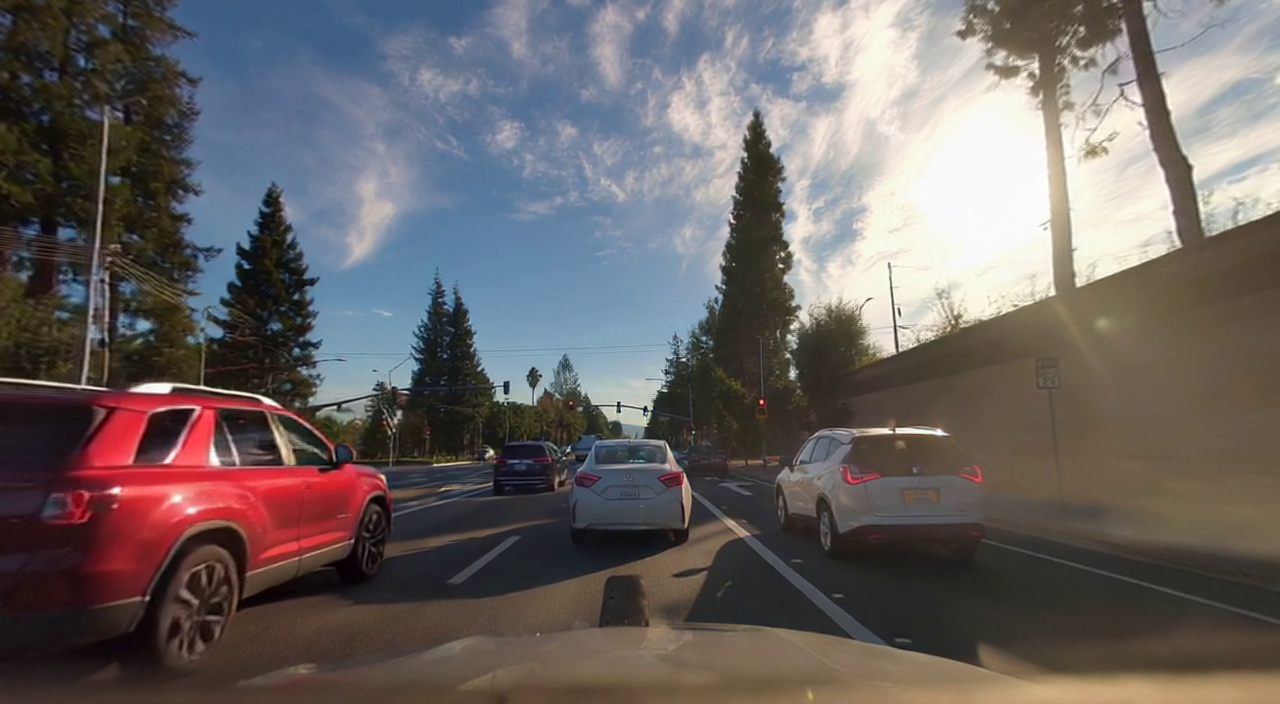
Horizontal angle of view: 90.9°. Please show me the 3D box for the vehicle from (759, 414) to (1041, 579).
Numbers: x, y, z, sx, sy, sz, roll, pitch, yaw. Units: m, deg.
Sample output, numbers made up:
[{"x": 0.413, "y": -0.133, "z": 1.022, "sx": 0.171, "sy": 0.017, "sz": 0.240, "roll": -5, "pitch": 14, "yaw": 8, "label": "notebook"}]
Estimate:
[{"x": 3.119, "y": 1.818, "z": 8.767, "sx": 2.029, "sy": 1.702, "sz": 4.281, "roll": 0, "pitch": -8, "yaw": -1, "label": "vehicle"}]

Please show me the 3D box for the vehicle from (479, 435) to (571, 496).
[{"x": -3.622, "y": 3.672, "z": 20.784, "sx": 2.067, "sy": 1.759, "sz": 4.631, "roll": 0, "pitch": -8, "yaw": 1, "label": "vehicle"}]

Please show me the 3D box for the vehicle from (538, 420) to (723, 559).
[{"x": -0.089, "y": 1.967, "z": 9.714, "sx": 2.245, "sy": 1.677, "sz": 3.913, "roll": 0, "pitch": -8, "yaw": 1, "label": "vehicle"}]

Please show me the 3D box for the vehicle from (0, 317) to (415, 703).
[{"x": -3.589, "y": 1.122, "z": 4.818, "sx": 2.070, "sy": 1.913, "sz": 4.450, "roll": 0, "pitch": -8, "yaw": 0, "label": "vehicle"}]
